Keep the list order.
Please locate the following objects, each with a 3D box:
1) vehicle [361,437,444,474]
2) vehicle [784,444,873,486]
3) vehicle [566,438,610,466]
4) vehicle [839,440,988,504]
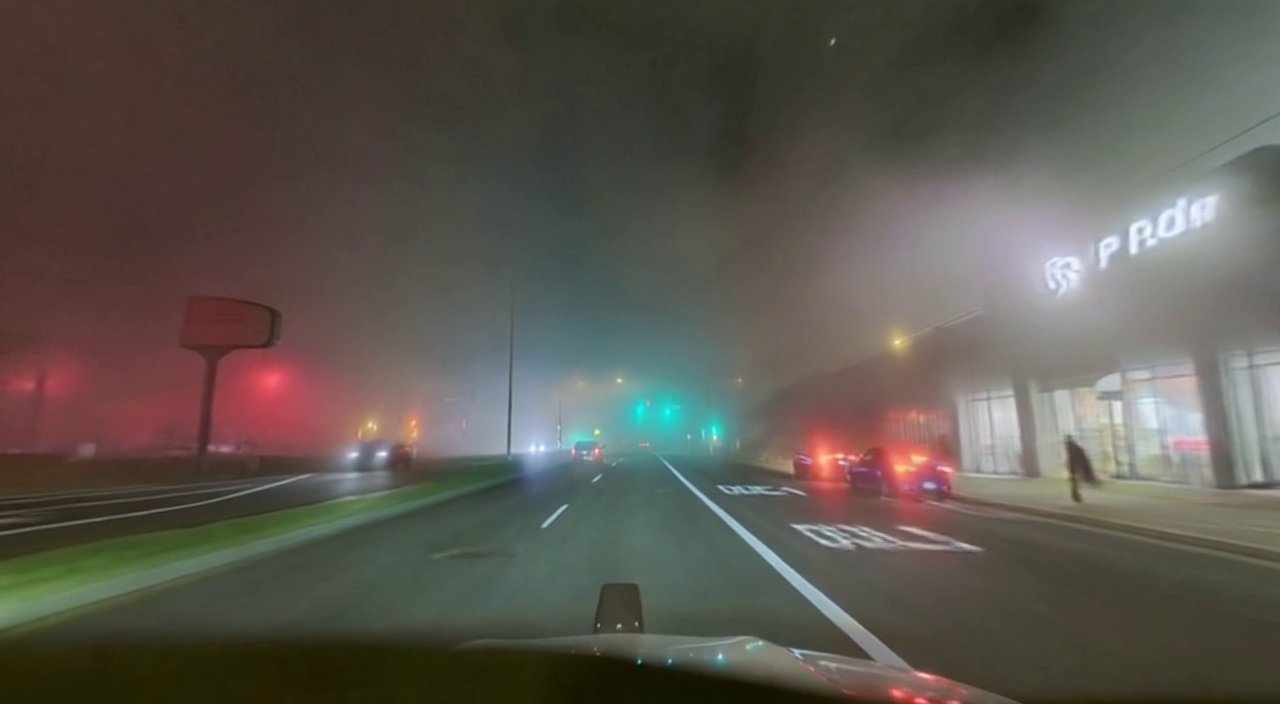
[{"bbox_3d":[-10.441,4.581,28.041,2.051,1.492,4.132,0,-8,0],"label":"vehicle"},{"bbox_3d":[7.245,4.366,24.699,2.009,1.429,4.562,1,-8,-1],"label":"vehicle"},{"bbox_3d":[-2.834,5.571,35.300,2.078,1.471,4.217,0,-8,0],"label":"vehicle"},{"bbox_3d":[7.382,3.256,17.660,1.968,1.493,4.878,1,-8,0],"label":"vehicle"}]
